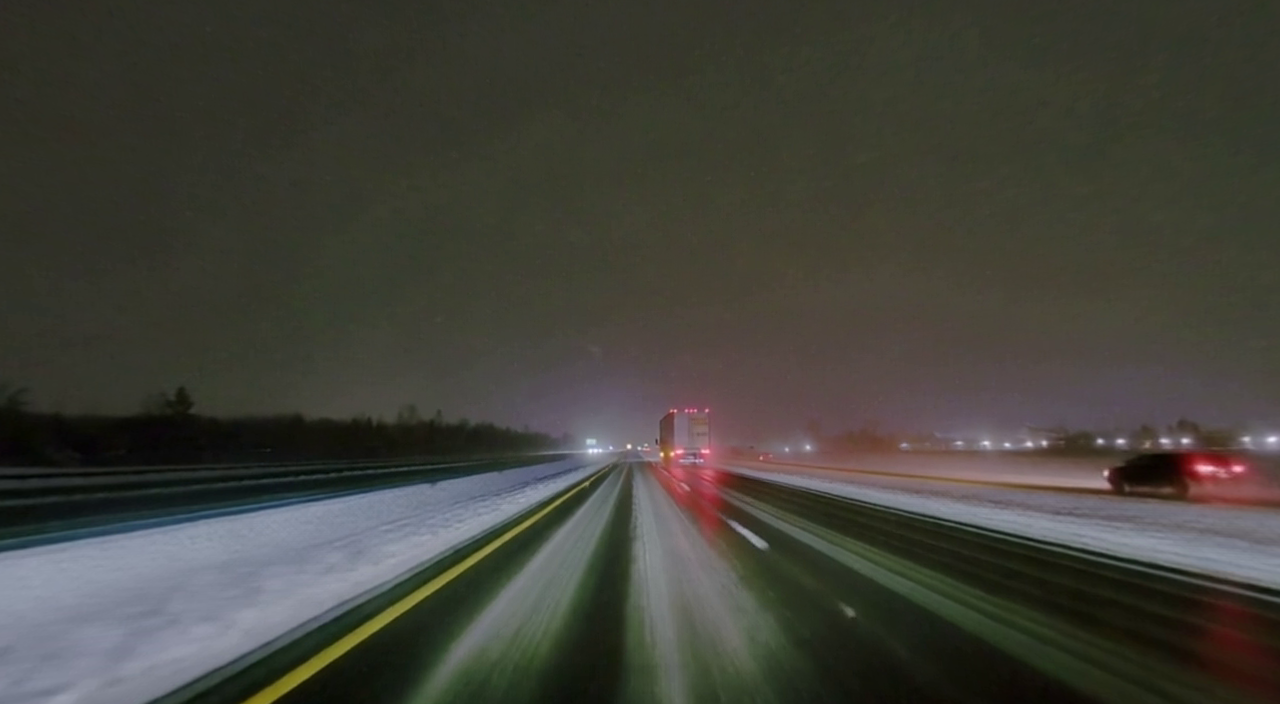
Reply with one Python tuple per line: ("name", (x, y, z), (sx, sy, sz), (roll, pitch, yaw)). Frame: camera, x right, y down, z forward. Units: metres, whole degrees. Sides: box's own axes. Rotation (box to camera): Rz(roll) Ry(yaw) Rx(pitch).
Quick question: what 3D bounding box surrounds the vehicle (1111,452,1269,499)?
("vehicle", (19.349, 4.315, 22.439), (1.836, 1.499, 3.936), (1, -9, -6))
